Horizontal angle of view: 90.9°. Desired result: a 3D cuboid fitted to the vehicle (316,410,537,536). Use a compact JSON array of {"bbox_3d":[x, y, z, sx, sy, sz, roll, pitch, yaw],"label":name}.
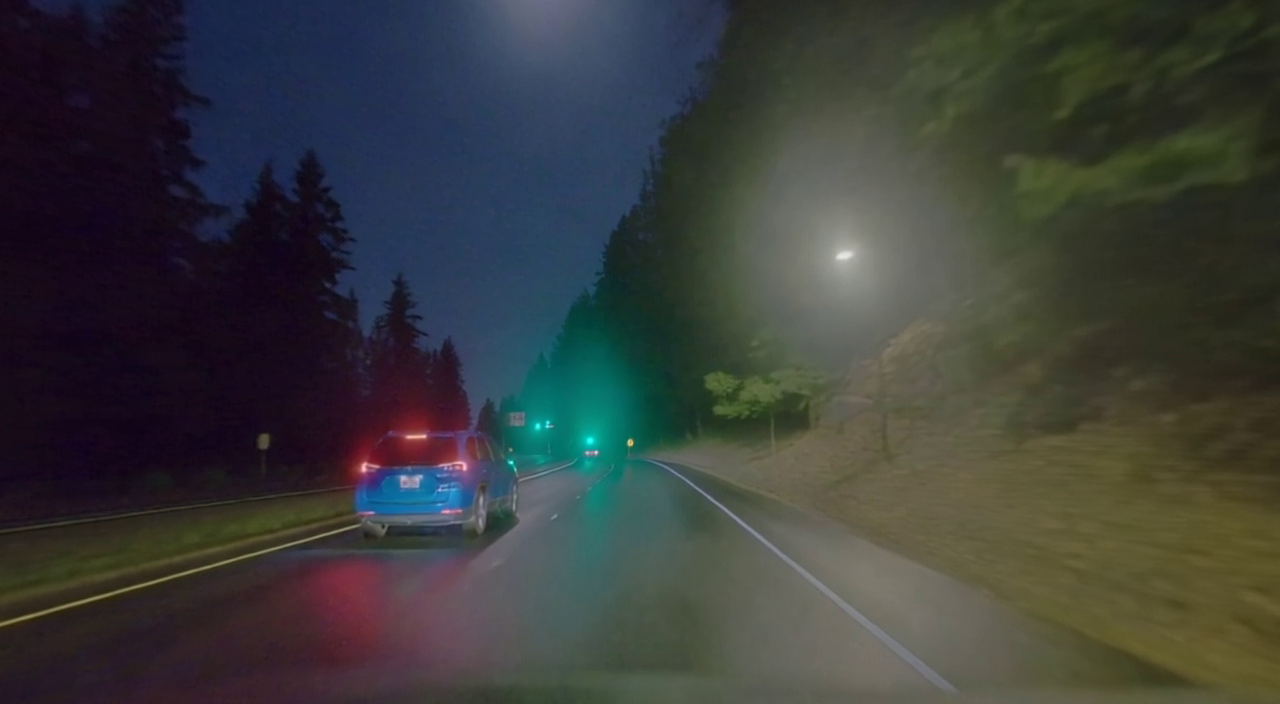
[{"bbox_3d":[-3.591,2.172,11.925,2.336,1.857,4.986,0,-8,1],"label":"vehicle"}]
